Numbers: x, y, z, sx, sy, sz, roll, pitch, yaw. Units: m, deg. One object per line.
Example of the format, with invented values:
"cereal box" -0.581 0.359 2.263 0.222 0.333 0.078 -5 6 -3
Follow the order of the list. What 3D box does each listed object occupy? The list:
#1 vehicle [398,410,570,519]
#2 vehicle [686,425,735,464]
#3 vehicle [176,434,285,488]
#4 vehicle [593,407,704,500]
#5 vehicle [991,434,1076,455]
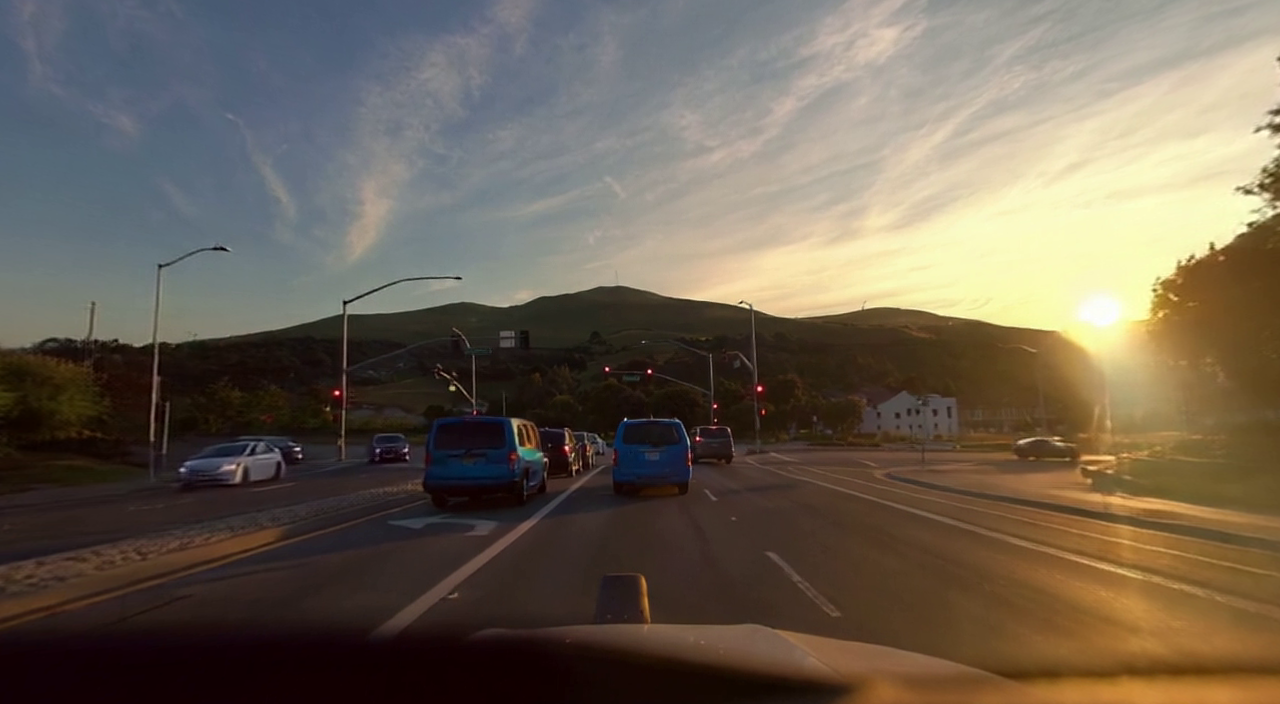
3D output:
"vehicle" -2.818 2.183 12.666 2.131 1.783 4.540 0 -8 2
"vehicle" 3.210 4.299 29.372 1.817 1.662 3.843 0 -8 -1
"vehicle" -14.931 3.961 23.338 2.053 1.754 4.717 2 -9 -17
"vehicle" 0.200 2.346 14.757 2.185 1.822 4.391 0 -8 1
"vehicle" 28.505 6.697 45.753 4.914 1.470 1.803 -1 -8 3
